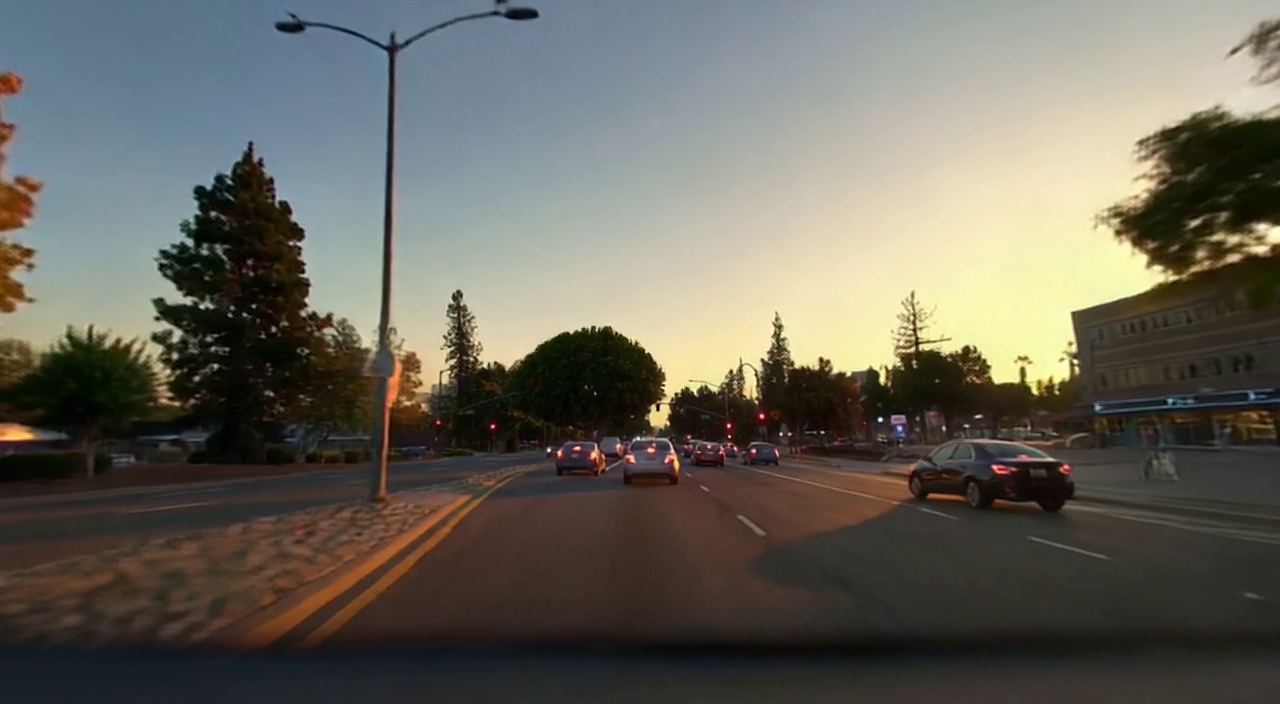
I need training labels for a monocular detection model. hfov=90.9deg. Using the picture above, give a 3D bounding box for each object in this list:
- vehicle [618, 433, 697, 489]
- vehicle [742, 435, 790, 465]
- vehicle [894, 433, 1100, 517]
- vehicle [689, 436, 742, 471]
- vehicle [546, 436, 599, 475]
[{"bbox_3d":[0.507,3.159,18.584,2.096,1.473,3.893,0,-8,2],"label":"vehicle"},{"bbox_3d":[7.687,6.036,38.852,2.044,1.701,4.397,0,-8,0],"label":"vehicle"},{"bbox_3d":[7.422,2.570,13.756,1.892,1.515,4.400,0,-8,0],"label":"vehicle"},{"bbox_3d":[3.529,4.865,30.349,1.988,1.528,4.144,0,-8,-1],"label":"vehicle"},{"bbox_3d":[-2.713,4.268,26.235,1.938,1.472,4.399,0,-8,-2],"label":"vehicle"}]
